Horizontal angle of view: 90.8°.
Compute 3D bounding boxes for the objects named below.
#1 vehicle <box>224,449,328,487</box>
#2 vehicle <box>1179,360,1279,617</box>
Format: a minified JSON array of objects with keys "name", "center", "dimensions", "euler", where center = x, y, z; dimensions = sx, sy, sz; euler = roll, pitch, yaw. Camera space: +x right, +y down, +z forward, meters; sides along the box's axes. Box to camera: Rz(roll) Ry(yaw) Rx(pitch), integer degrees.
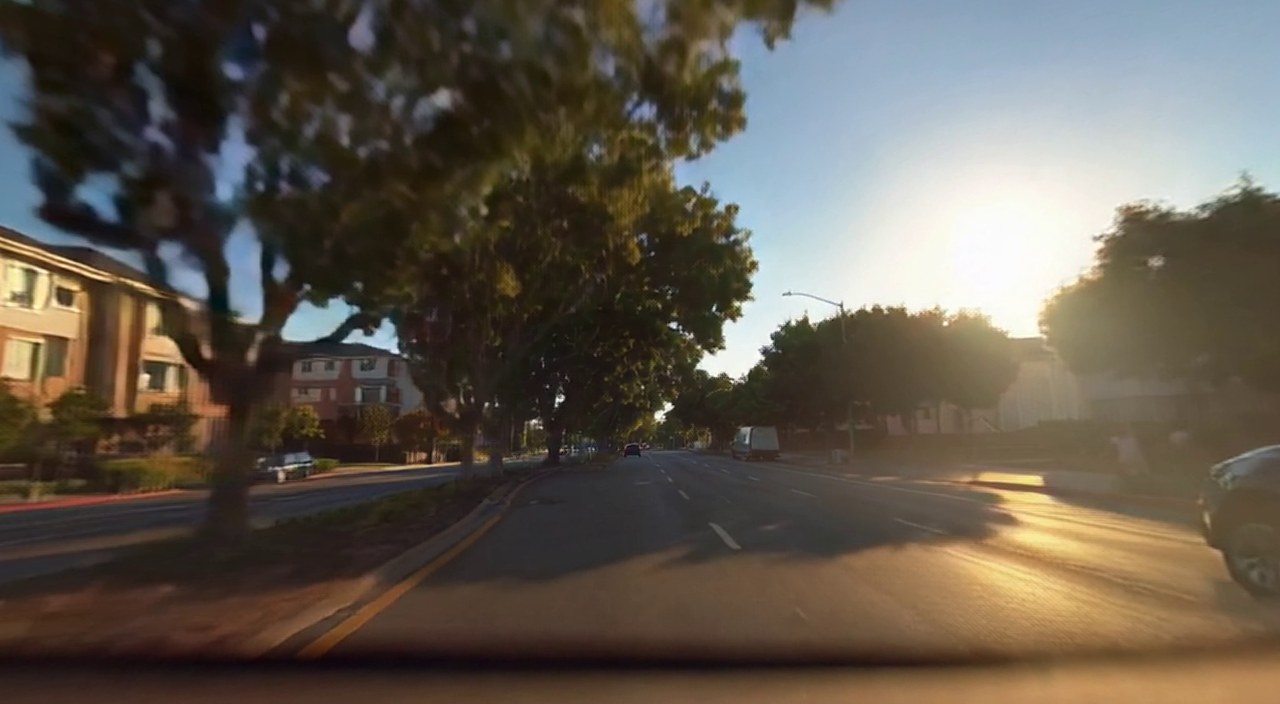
[{"name":"vehicle","center":[-19.513,6.222,34.306],"dimensions":[2.146,1.848,5.680],"euler":[-1,-9,2]},{"name":"vehicle","center":[6.218,0.702,2.609],"dimensions":[2.493,1.956,6.125],"euler":[0,-9,-1]}]
